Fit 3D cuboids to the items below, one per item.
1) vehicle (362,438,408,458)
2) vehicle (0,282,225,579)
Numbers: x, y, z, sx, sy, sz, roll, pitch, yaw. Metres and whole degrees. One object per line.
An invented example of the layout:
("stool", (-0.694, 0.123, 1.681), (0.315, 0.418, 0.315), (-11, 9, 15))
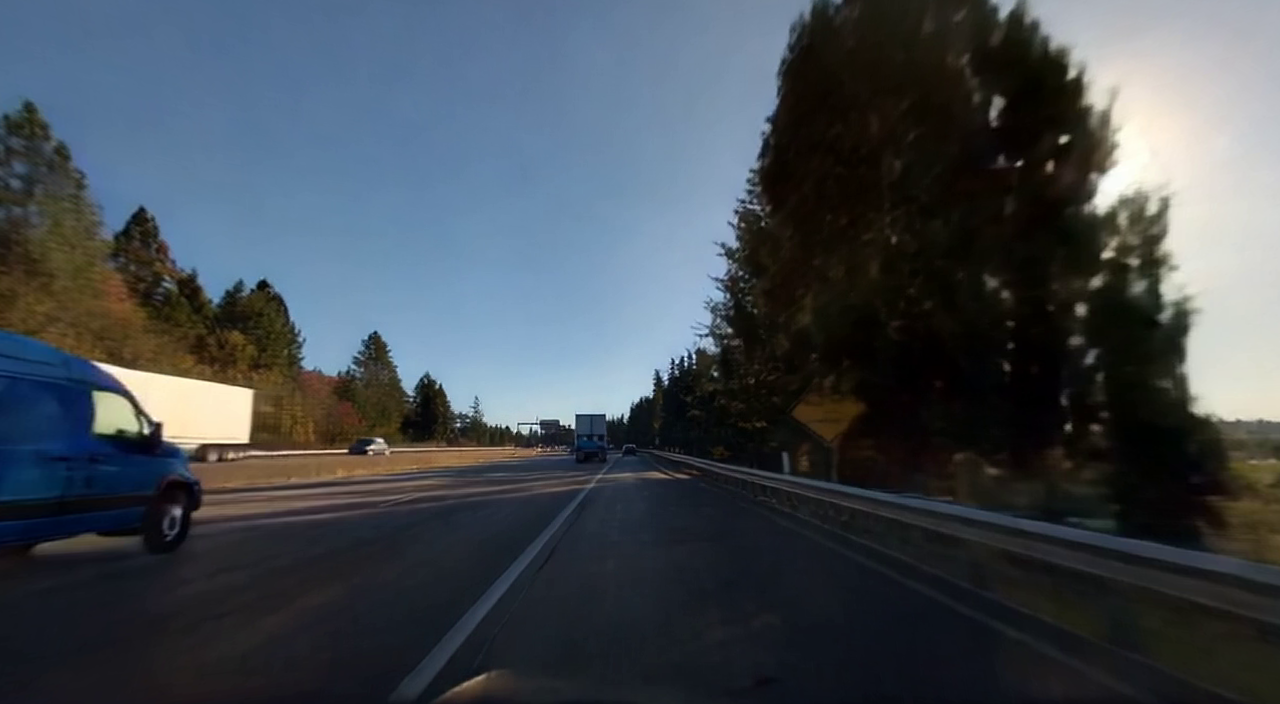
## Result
("vehicle", (-19.303, 7.254, 47.892), (1.973, 1.400, 3.948), (0, -8, -1))
("vehicle", (-7.191, 0.687, 5.564), (2.396, 2.763, 6.935), (0, -8, -1))
